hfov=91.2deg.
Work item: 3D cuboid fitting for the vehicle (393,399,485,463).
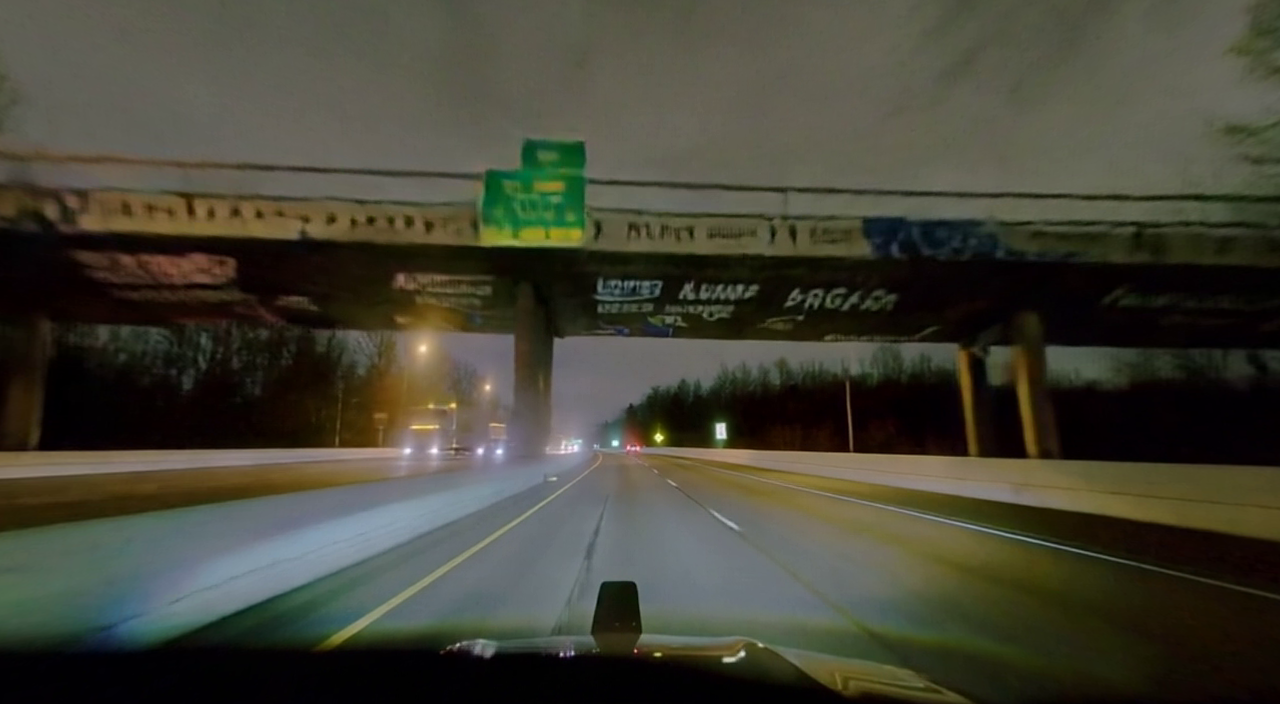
[{"bbox_3d":[-14.616,6.138,47.202,2.885,4.088,13.949,0,-9,-3],"label":"vehicle"}]

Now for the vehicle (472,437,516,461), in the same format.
[{"bbox_3d":[-10.293,6.892,44.477,2.046,1.609,4.642,0,-9,-1],"label":"vehicle"}]
